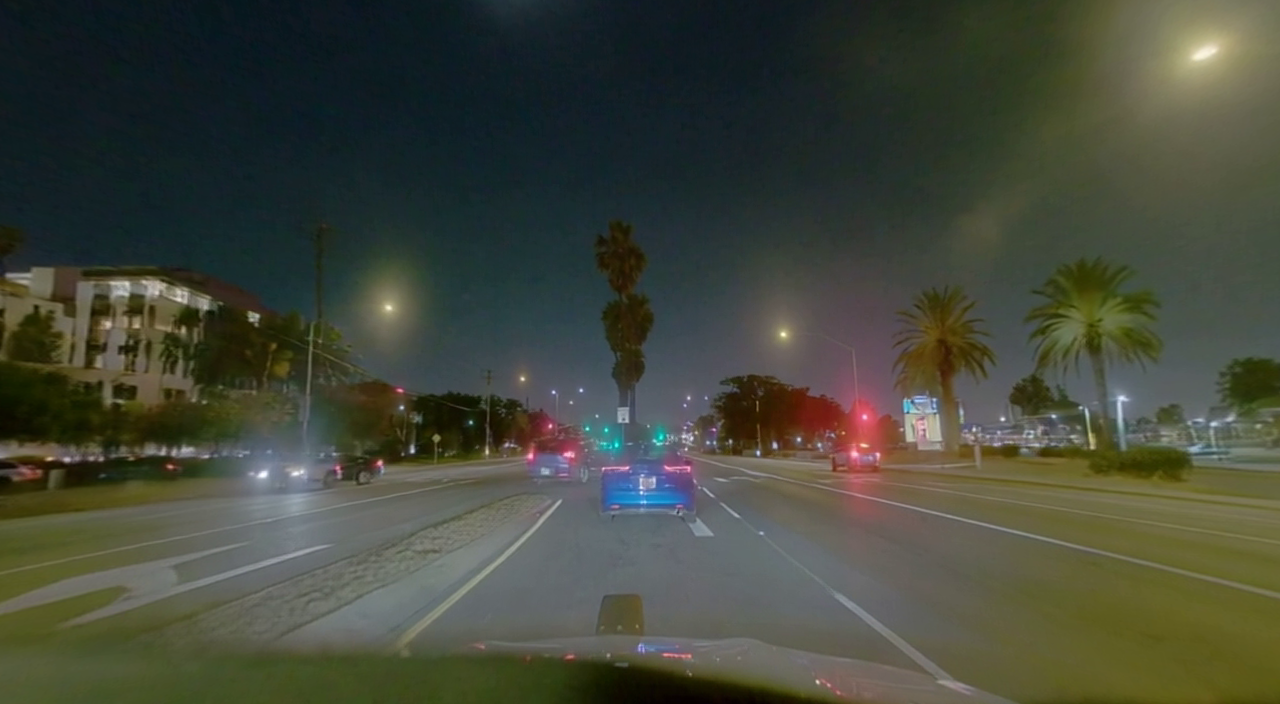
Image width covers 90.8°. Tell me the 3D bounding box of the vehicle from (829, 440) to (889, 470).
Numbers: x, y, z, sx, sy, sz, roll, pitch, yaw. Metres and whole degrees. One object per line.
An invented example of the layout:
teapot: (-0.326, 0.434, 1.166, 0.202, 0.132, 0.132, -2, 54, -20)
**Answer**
vehicle: (14.079, 6.646, 40.932, 2.131, 1.832, 5.203, 0, -9, 1)

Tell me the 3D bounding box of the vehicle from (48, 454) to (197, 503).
vehicle: (-17.385, 4.191, 21.262, 4.071, 1.442, 1.948, -3, -9, 20)

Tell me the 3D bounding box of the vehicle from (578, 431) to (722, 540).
vehicle: (0.070, 2.171, 10.947, 1.986, 1.473, 4.382, 0, -9, -2)

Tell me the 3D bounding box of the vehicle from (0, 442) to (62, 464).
vehicle: (-43.026, 6.896, 43.372, 1.748, 1.449, 4.502, -4, -10, 26)

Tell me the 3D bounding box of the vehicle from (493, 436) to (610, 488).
vehicle: (-3.092, 3.643, 21.279, 2.095, 1.552, 4.457, 6, -10, -34)

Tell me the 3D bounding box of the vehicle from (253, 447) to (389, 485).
vehicle: (-13.157, 4.699, 26.188, 4.585, 1.479, 2.088, -2, -9, 10)
